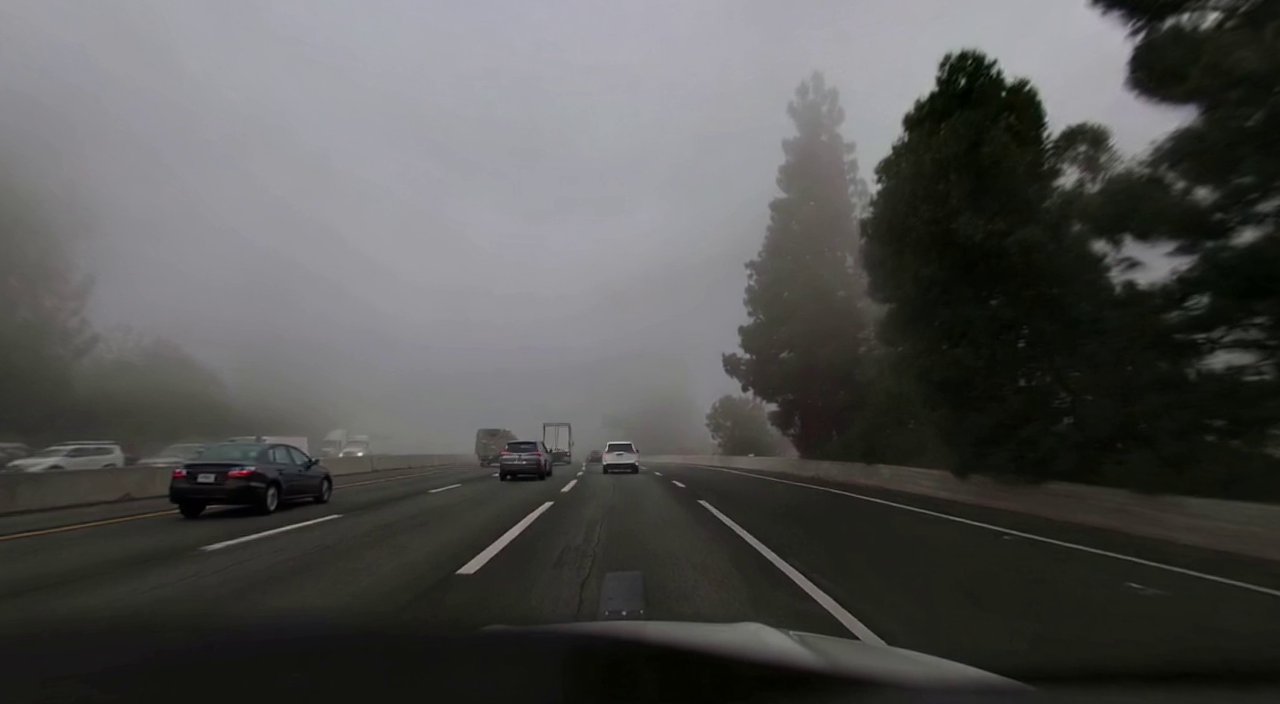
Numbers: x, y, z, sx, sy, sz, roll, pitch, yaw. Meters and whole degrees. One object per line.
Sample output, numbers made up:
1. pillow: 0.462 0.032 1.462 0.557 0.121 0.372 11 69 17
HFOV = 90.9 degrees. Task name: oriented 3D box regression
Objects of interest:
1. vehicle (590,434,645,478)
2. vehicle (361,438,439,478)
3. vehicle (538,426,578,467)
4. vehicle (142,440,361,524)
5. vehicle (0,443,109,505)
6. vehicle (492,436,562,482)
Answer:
1. vehicle: -0.913 4.230 25.893 2.092 1.671 3.772 0 -8 -2
2. vehicle: -11.854 5.257 31.581 2.079 1.807 5.187 0 -8 -2
3. vehicle: -5.587 6.527 43.765 2.279 2.672 5.256 0 -8 -2
4. vehicle: -7.908 2.644 13.480 1.896 1.465 4.399 0 -8 -1
5. vehicle: -16.396 3.075 16.133 1.849 1.473 4.487 0 -8 -3
6. vehicle: -4.311 4.152 24.736 2.005 1.631 4.295 0 -8 -1
